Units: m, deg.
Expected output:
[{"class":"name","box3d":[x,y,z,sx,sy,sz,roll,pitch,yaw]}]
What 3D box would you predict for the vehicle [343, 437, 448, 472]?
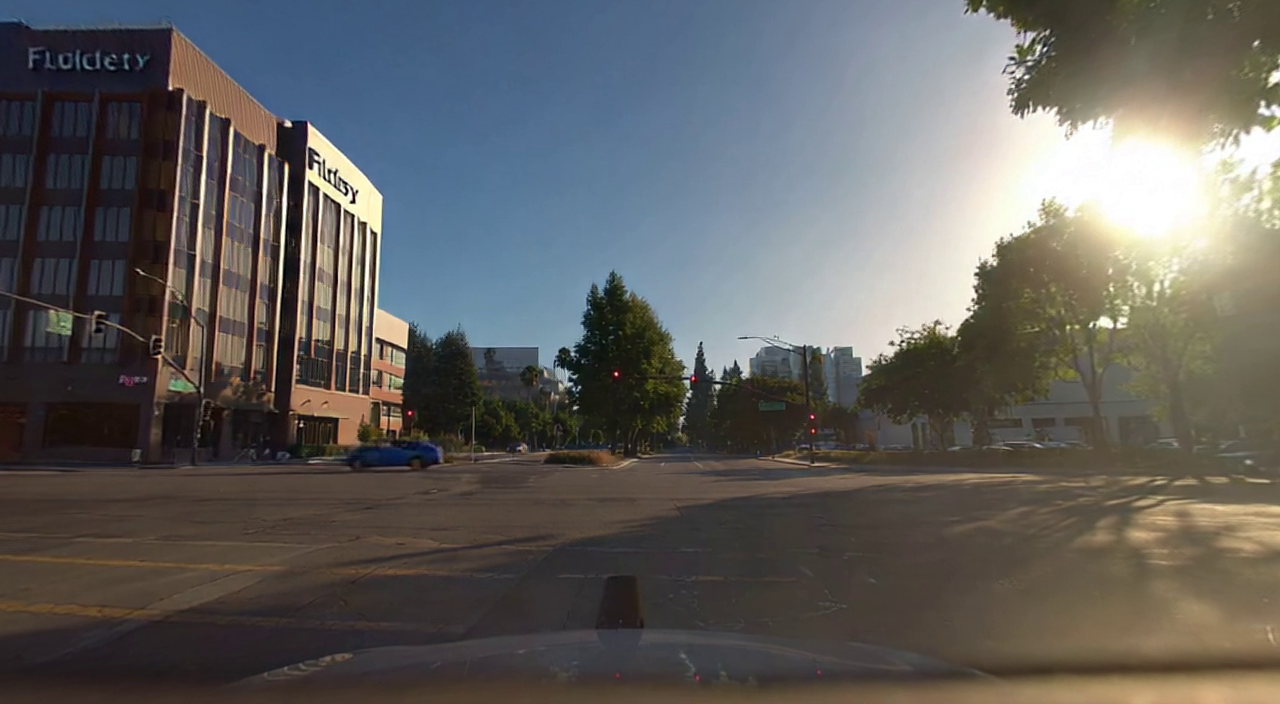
[{"class":"vehicle","box3d":[-12.581,5.314,32.824,4.639,1.699,2.030,1,-9,-5]}]
